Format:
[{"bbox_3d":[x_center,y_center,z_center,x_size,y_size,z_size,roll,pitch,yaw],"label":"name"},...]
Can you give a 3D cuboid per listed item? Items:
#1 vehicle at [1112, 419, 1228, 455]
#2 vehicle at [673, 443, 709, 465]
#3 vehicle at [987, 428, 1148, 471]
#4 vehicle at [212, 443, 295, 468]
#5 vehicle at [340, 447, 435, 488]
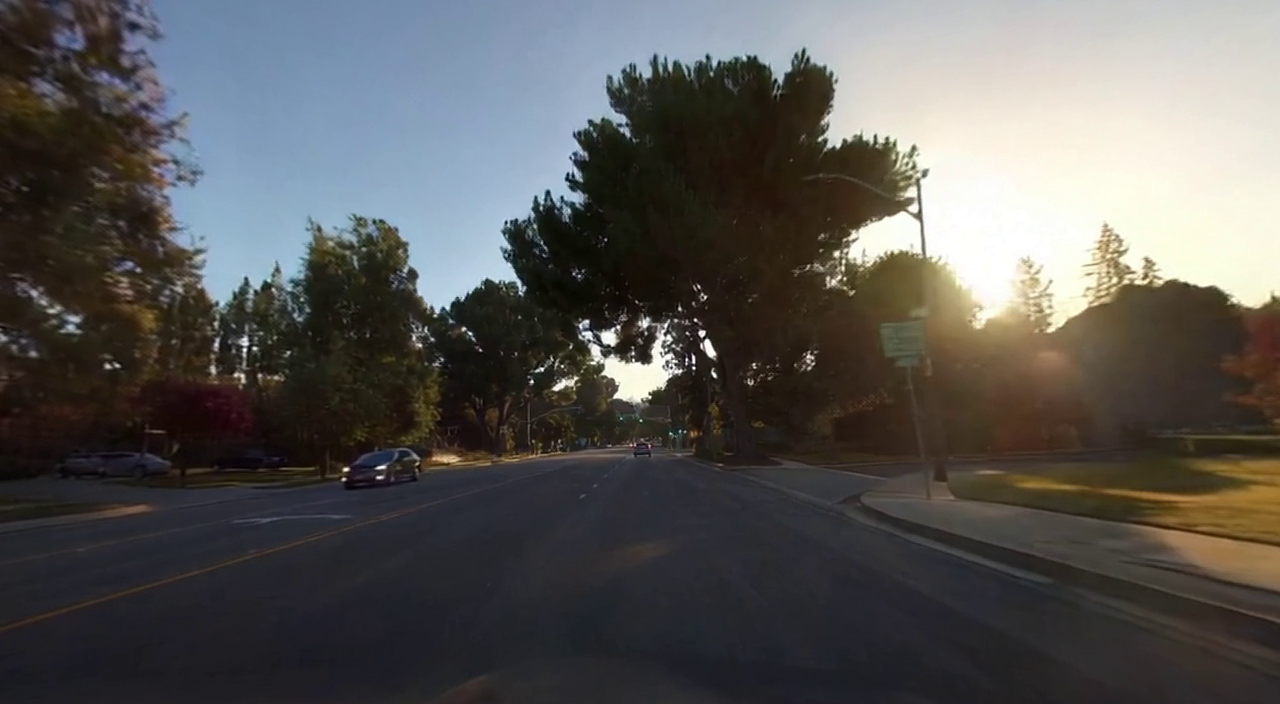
[{"bbox_3d":[26.704,4.332,31.927,3.893,1.661,2.008,0,-12,0],"label":"vehicle"},{"bbox_3d":[3.586,7.287,45.242,2.010,1.504,4.835,0,-8,-2],"label":"vehicle"},{"bbox_3d":[15.504,3.551,23.085,4.590,1.454,1.851,0,-8,-3],"label":"vehicle"},{"bbox_3d":[-29.135,7.795,47.745,4.794,1.829,2.102,0,-8,-1],"label":"vehicle"},{"bbox_3d":[-10.384,4.751,26.420,2.022,1.536,4.629,0,-8,1],"label":"vehicle"}]
